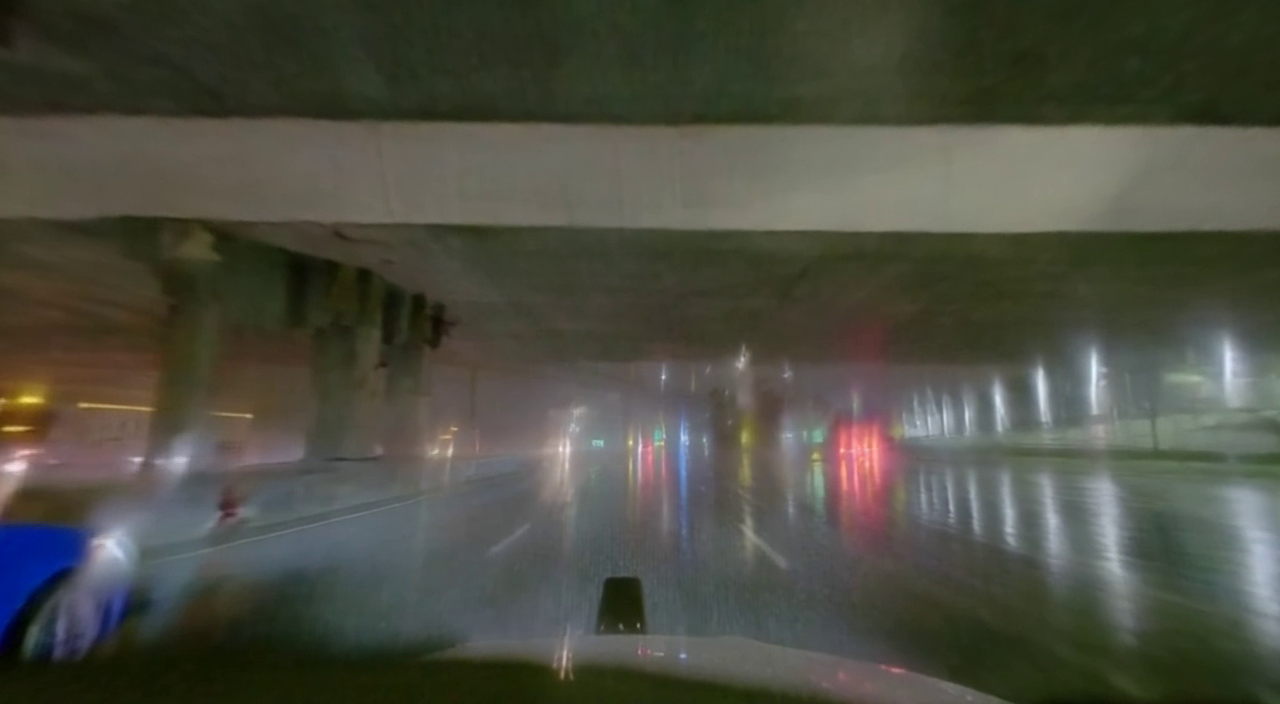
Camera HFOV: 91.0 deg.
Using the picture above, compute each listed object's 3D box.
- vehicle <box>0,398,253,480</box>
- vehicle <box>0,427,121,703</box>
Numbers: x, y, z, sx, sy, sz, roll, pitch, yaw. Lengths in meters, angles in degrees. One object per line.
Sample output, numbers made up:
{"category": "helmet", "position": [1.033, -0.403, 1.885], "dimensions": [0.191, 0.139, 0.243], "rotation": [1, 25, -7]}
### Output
{"category": "vehicle", "position": [-29.592, 5.346, 37.995], "dimensions": [3.042, 3.944, 14.722], "rotation": [0, -9, 0]}
{"category": "vehicle", "position": [-4.083, 0.878, 1.531], "dimensions": [2.044, 1.478, 4.114], "rotation": [0, -9, 1]}
